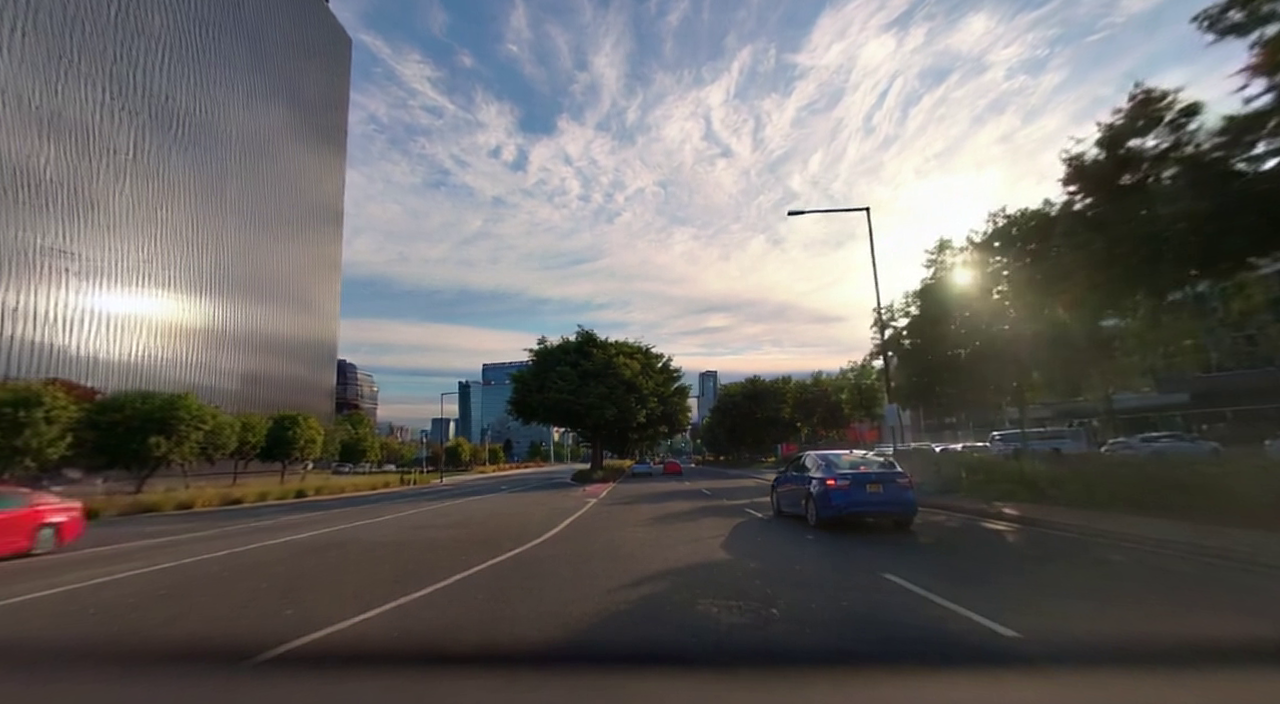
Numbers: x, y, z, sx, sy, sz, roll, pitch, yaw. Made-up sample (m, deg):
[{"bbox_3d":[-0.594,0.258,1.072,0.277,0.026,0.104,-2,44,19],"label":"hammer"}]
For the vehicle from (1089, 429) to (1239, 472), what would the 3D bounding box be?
[{"bbox_3d":[20.735,3.896,25.022,4.373,1.580,1.729,0,-9,-2],"label":"vehicle"}]

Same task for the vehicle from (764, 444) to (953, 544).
[{"bbox_3d":[3.779,2.512,11.797,1.993,1.501,4.127,0,-9,-1],"label":"vehicle"}]
